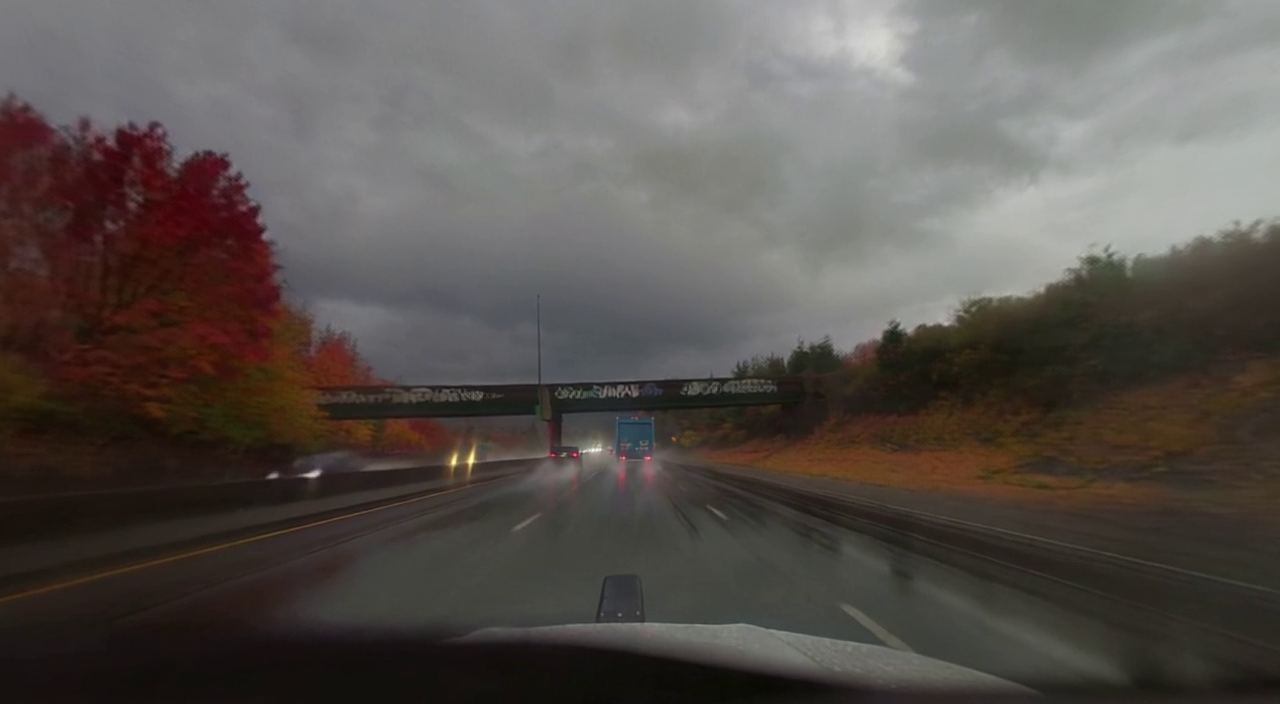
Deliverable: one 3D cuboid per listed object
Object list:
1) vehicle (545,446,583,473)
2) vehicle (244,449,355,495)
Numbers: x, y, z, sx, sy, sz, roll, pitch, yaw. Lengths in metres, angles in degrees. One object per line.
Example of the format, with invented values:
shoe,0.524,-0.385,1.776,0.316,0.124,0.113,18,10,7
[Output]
vehicle,-4.485,6.442,37.679,1.892,1.529,3.996,0,-9,-1
vehicle,-13.735,4.828,25.679,1.890,1.706,4.618,0,-9,1
